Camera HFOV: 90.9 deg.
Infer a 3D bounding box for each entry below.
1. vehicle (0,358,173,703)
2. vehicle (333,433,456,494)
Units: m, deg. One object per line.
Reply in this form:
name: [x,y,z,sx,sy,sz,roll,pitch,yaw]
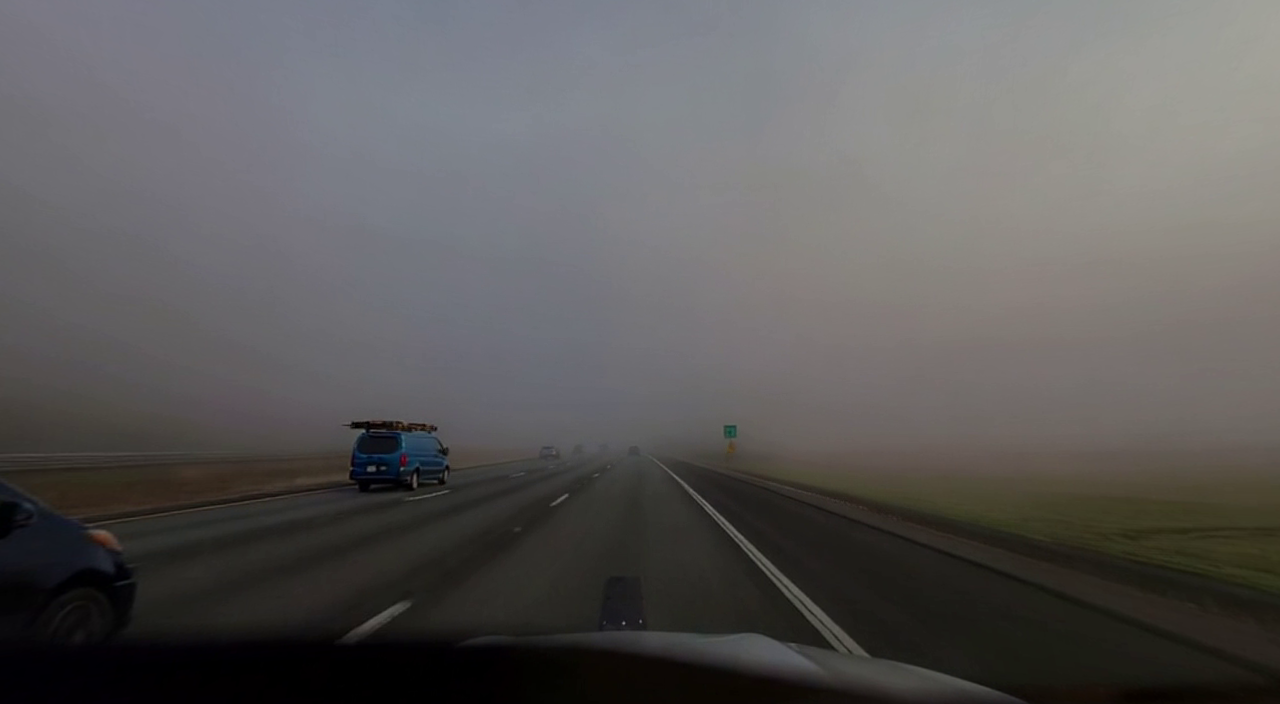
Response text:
vehicle: [-3.739,0.642,1.127,2.040,1.679,4.865,0,-9,0]
vehicle: [-7.850,3.613,20.782,2.093,1.752,4.771,0,-9,0]
